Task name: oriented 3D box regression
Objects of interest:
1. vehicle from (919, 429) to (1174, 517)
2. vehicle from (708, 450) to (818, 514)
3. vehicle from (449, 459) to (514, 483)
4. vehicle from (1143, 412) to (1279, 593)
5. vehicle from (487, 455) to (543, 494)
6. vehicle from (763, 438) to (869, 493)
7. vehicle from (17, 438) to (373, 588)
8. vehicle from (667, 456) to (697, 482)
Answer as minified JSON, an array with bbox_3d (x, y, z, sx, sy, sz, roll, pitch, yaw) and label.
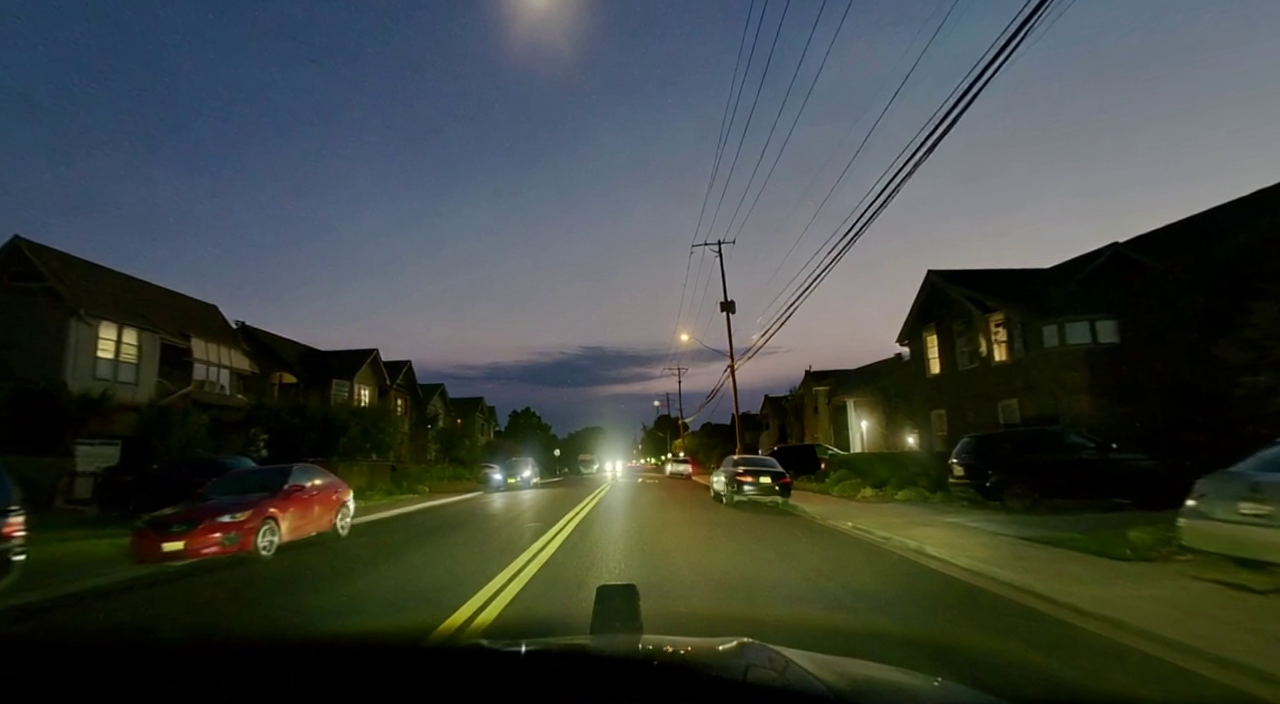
[{"bbox_3d":[8.246,2.464,13.150,3.866,1.664,2.015,0,-8,0],"label":"vehicle"},{"bbox_3d":[3.280,3.554,17.799,2.076,1.513,4.305,0,-8,-2],"label":"vehicle"},{"bbox_3d":[-12.116,9.125,48.546,4.480,1.665,1.930,0,-9,-1],"label":"vehicle"},{"bbox_3d":[7.918,1.362,5.859,4.698,1.554,2.118,0,-8,-1],"label":"vehicle"},{"bbox_3d":[-6.381,6.302,32.822,2.056,1.741,4.532,-2,-10,-1],"label":"vehicle"},{"bbox_3d":[6.855,4.589,25.451,2.764,1.753,5.704,-5,-11,2],"label":"vehicle"},{"bbox_3d":[-6.180,2.283,9.805,1.971,1.631,4.944,-2,-10,-1],"label":"vehicle"},{"bbox_3d":[3.101,8.679,47.018,1.945,1.792,3.903,0,-8,0],"label":"vehicle"}]
